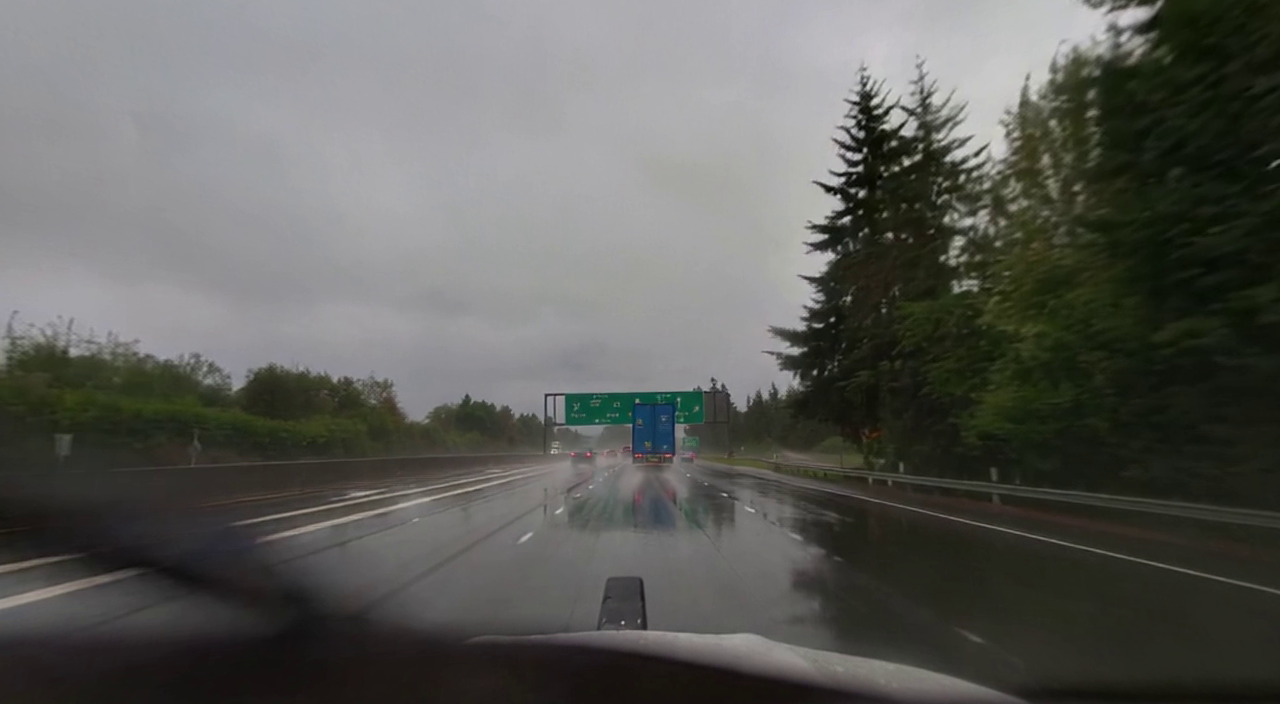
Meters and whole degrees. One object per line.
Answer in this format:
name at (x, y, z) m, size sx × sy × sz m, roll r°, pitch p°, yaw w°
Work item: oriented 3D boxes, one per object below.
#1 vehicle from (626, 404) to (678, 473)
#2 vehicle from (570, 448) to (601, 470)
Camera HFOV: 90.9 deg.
vehicle at (0.720, 5.863, 42.339) m, size 3.022 × 4.072 × 10.318 m, roll 0°, pitch -9°, yaw 0°
vehicle at (-3.865, 7.650, 45.244) m, size 1.873 × 1.469 × 3.601 m, roll 0°, pitch -9°, yaw 0°
